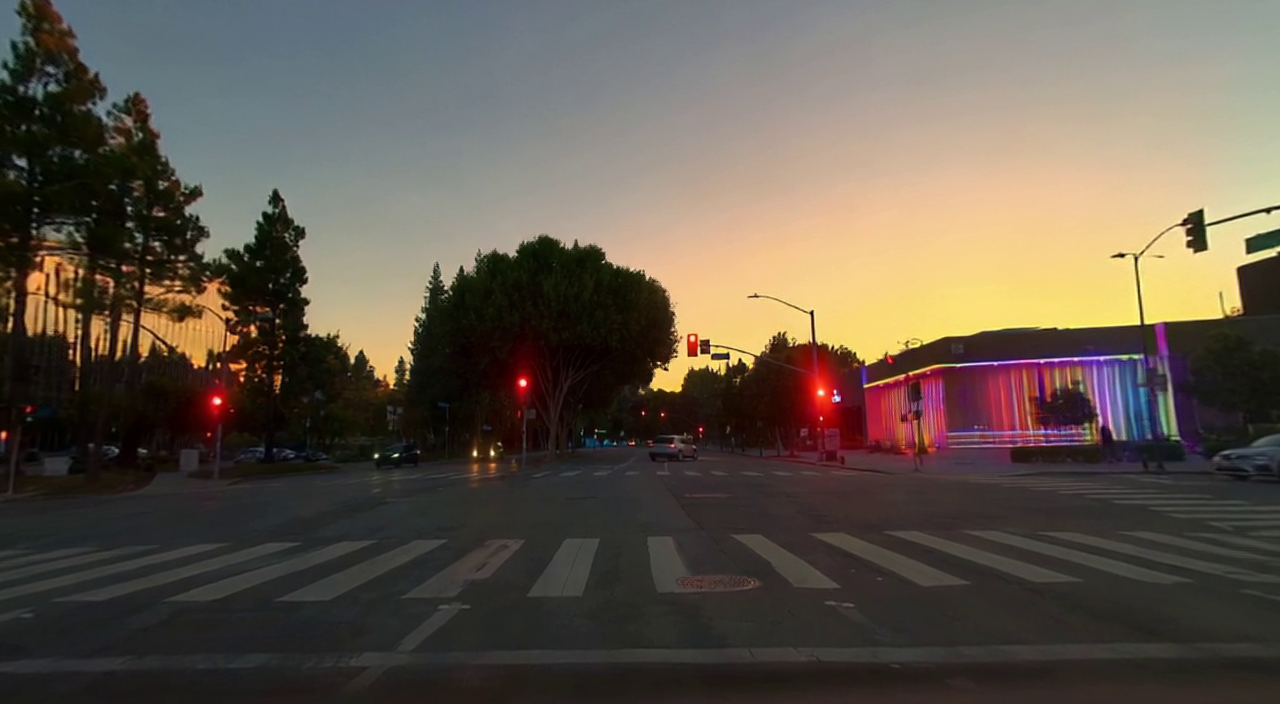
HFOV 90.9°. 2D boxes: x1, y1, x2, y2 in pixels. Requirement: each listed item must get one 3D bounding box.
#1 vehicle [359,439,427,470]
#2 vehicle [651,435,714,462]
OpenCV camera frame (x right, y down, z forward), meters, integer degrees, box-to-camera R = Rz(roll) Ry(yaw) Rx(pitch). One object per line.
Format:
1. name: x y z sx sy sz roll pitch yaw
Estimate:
1. vehicle: -14.797 6.159 38.024 2.169 1.753 4.640 0 -8 0
2. vehicle: 2.594 5.712 37.368 2.521 1.522 4.418 -3 -9 20
